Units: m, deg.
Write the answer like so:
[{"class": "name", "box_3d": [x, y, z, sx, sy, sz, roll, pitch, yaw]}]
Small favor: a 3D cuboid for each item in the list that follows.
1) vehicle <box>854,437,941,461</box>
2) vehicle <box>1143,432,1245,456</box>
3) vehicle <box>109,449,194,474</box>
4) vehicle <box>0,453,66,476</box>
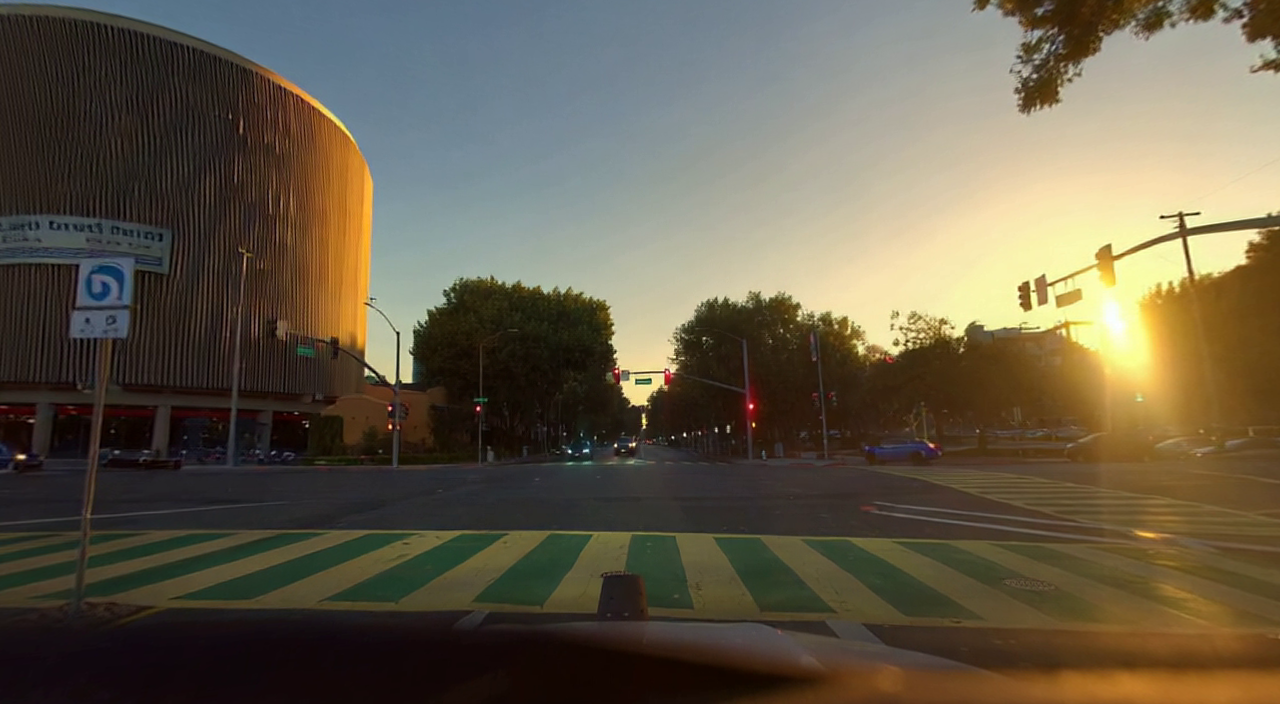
[{"class": "vehicle", "box_3d": [15.778, 5.974, 38.872, 4.529, 1.457, 1.981, -1, -9, 6]}, {"class": "vehicle", "box_3d": [36.156, 6.018, 41.193, 4.767, 1.456, 1.858, -1, -8, 3]}, {"class": "vehicle", "box_3d": [-33.073, 7.403, 42.744, 4.136, 1.661, 1.857, 0, -8, 1]}, {"class": "vehicle", "box_3d": [-41.670, 7.637, 42.756, 3.698, 1.467, 1.779, 0, -8, 1]}]
